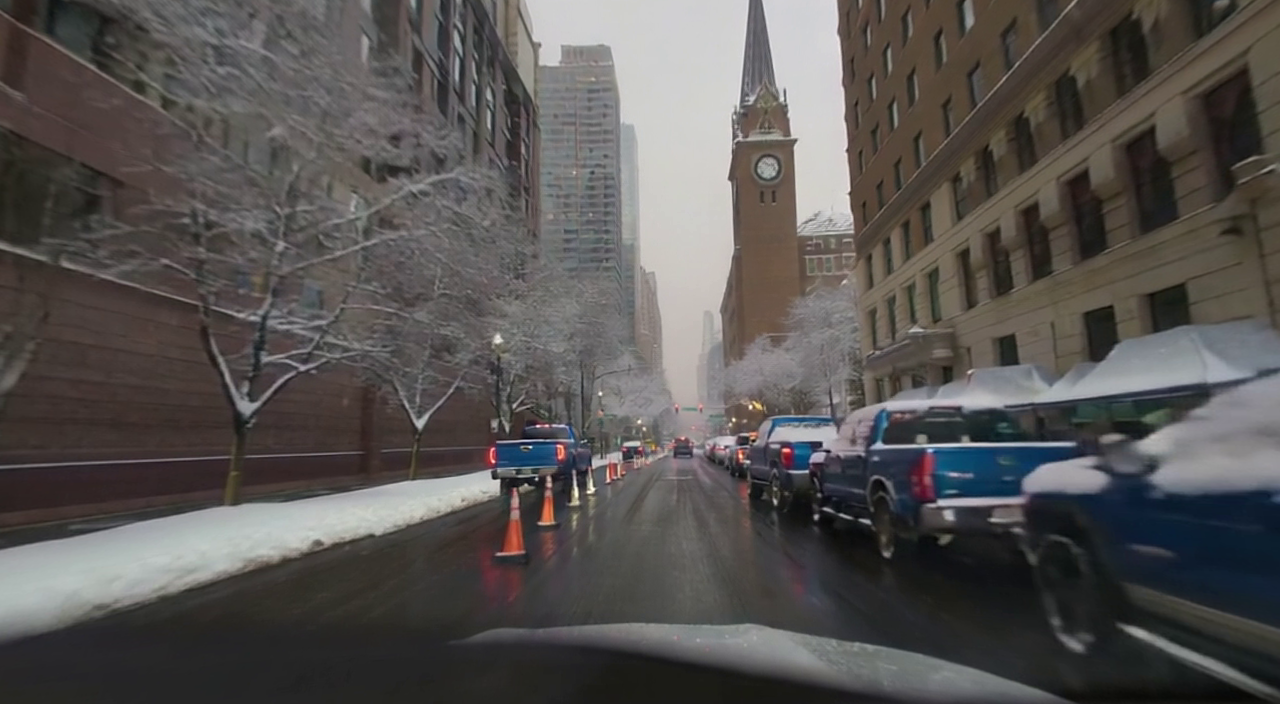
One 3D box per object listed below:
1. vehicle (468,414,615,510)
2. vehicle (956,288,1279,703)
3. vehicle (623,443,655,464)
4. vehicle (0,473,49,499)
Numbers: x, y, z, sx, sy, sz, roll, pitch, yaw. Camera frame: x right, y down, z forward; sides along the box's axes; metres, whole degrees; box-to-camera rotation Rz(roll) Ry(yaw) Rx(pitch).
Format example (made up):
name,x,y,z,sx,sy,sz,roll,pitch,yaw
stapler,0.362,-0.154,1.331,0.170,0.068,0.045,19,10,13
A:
name,x,y,z,sx,sy,sz,roll,pitch,yaw
vehicle,-2.152,2.678,15.873,2.452,1.954,5.653,-1,-8,4
vehicle,3.489,0.704,2.417,2.073,1.887,4.825,0,-8,1
vehicle,-0.001,7.405,46.233,1.895,1.489,4.328,-1,-8,6
vehicle,-48.301,10.252,48.123,1.974,1.675,4.652,0,-8,-3
